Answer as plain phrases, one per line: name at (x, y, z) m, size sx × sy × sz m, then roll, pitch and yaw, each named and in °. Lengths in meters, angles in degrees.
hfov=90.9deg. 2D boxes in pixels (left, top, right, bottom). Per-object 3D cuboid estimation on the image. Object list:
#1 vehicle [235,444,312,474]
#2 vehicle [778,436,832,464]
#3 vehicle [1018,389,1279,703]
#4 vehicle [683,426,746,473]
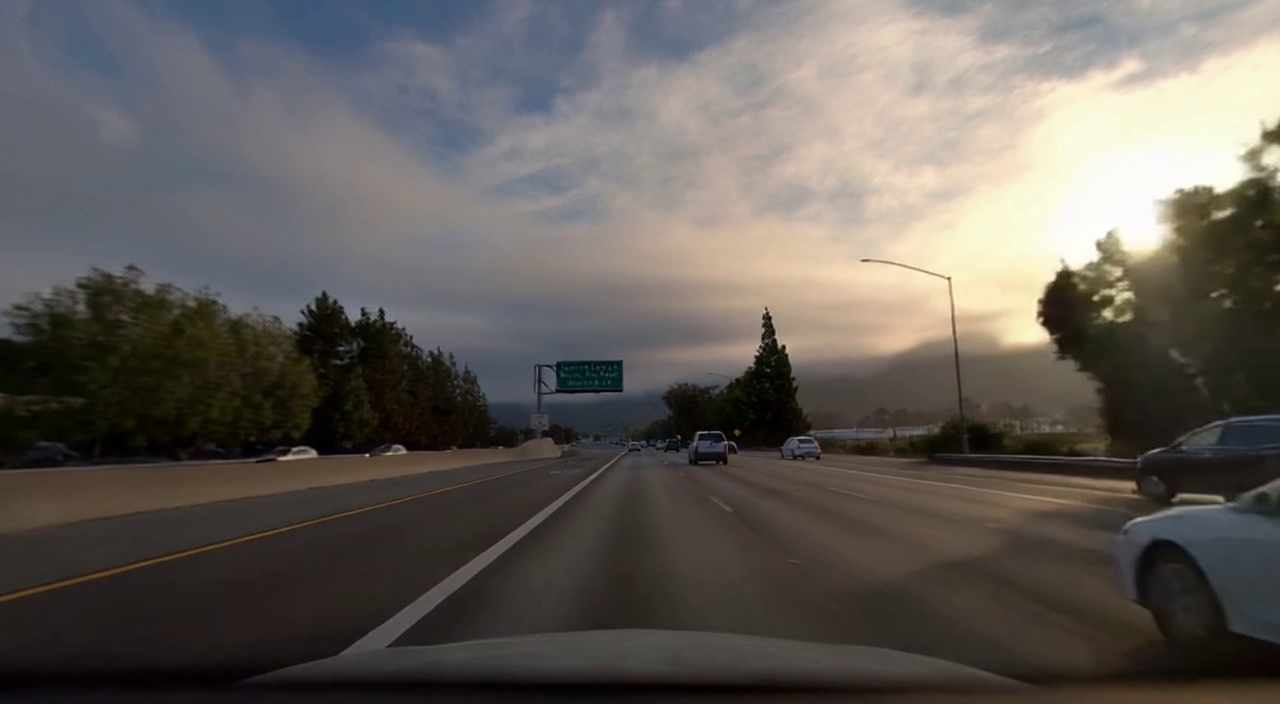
vehicle at (-25.127, 7.332, 43.445) m, size 2.225 × 1.894 × 5.092 m, roll -1°, pitch -8°, yaw 0°
vehicle at (10.504, 6.297, 40.595) m, size 2.045 × 1.658 × 4.598 m, roll 0°, pitch -8°, yaw -2°
vehicle at (3.598, 0.825, 1.928) m, size 1.978 × 1.535 × 4.705 m, roll -1°, pitch -8°, yaw 1°
vehicle at (3.369, 4.562, 29.696) m, size 2.218 × 1.964 × 5.662 m, roll 0°, pitch -8°, yaw 0°
